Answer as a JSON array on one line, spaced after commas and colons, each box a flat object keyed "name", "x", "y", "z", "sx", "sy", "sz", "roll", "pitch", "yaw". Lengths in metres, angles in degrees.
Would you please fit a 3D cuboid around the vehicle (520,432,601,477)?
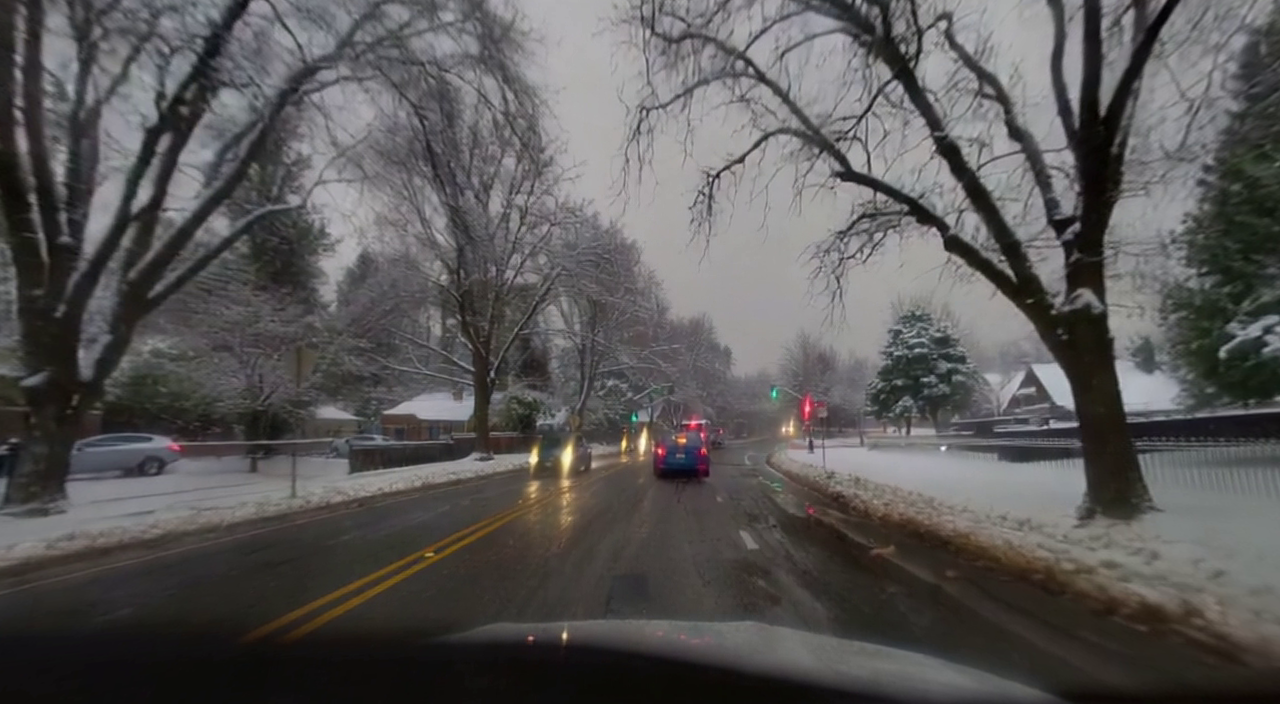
[{"name": "vehicle", "x": -2.827, "y": 3.752, "z": 23.457, "sx": 1.961, "sy": 1.498, "sz": 4.401, "roll": -1, "pitch": -8, "yaw": 7}]

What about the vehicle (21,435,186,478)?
[{"name": "vehicle", "x": -19.969, "y": 3.858, "z": 23.778, "sx": 1.937, "sy": 1.450, "sz": 4.422, "roll": -1, "pitch": -8, "yaw": 9}]

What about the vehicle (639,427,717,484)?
[{"name": "vehicle", "x": 1.133, "y": 3.034, "z": 18.803, "sx": 2.070, "sy": 1.516, "sz": 3.936, "roll": 0, "pitch": -8, "yaw": 3}]
